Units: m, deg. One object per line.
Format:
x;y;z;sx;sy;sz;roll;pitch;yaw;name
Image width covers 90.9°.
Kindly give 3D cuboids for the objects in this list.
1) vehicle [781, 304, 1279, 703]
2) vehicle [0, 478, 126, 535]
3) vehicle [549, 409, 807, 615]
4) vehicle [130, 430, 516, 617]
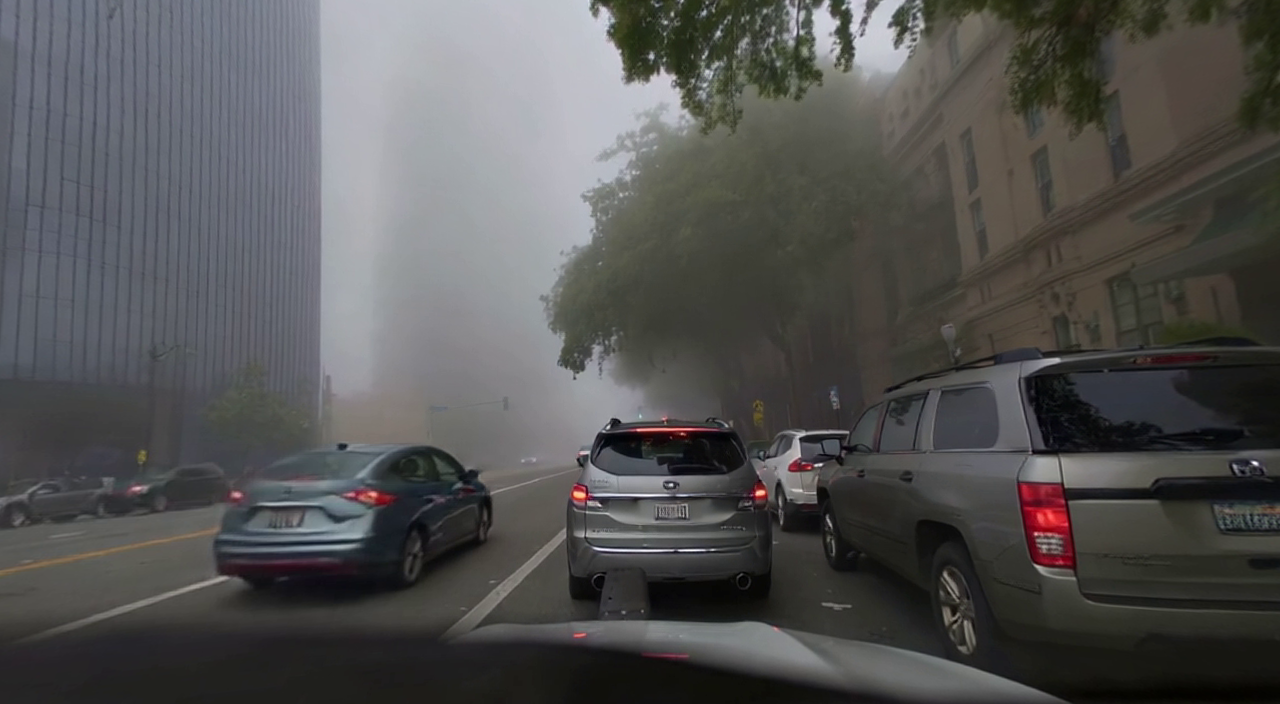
2.756;1.079;4.914;2.117;1.855;4.794;0;-9;-1;vehicle
-22.637;5.772;24.030;1.975;1.698;4.715;0;-9;2;vehicle
0.242;1.540;6.865;2.045;1.608;3.573;0;-9;-2;vehicle
-3.029;1.737;7.494;2.088;1.483;4.708;0;-9;1;vehicle
